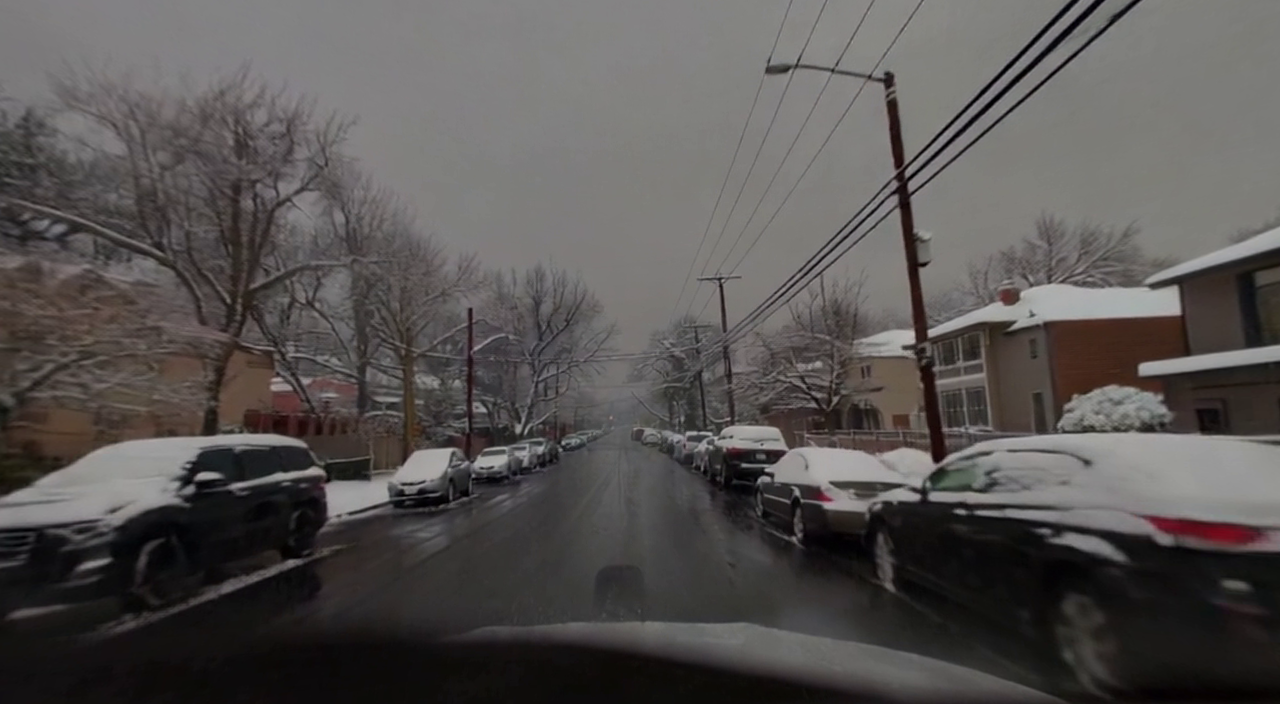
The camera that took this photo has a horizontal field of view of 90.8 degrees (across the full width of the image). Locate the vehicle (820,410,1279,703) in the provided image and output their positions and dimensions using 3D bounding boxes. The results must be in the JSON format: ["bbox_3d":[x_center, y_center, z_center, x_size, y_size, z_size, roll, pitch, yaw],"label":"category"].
[{"bbox_3d":[3.292,1.428,5.094,2.126,1.448,4.853,0,-11,-1],"label":"vehicle"}]

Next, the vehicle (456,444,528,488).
[{"bbox_3d":[-6.383,4.929,27.791,1.924,1.525,4.688,-5,-8,0],"label":"vehicle"}]

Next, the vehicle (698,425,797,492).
[{"bbox_3d":[3.276,3.398,20.450,2.107,1.866,5.199,0,-9,-2],"label":"vehicle"}]

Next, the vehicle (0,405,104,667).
[{"bbox_3d":[-5.872,1.088,2.702,2.184,1.958,5.757,0,-9,-1],"label":"vehicle"}]

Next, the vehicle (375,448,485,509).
[{"bbox_3d":[-6.406,3.863,19.977,2.002,1.585,5.080,-1,-8,-3],"label":"vehicle"}]

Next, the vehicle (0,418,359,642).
[{"bbox_3d":[-5.883,2.013,8.372,2.096,1.966,4.944,-4,-8,-1],"label":"vehicle"}]
